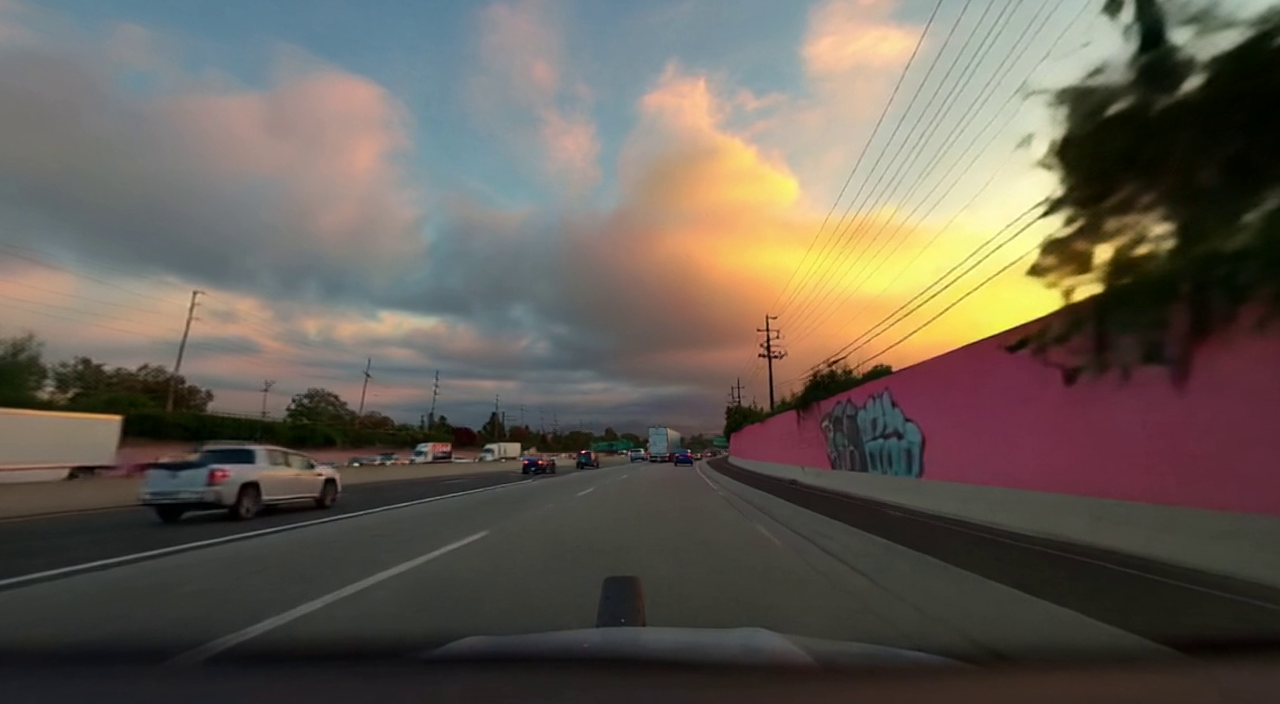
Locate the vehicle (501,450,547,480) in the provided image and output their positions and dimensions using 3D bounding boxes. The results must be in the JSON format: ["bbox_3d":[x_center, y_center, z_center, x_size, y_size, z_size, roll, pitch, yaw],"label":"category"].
[{"bbox_3d":[-6.143,5.987,33.659,1.708,1.489,2.840,-1,-9,4],"label":"vehicle"}]

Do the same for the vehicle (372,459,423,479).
[{"bbox_3d":[-17.834,8.614,46.502,1.944,1.385,3.712,-1,-9,6],"label":"vehicle"}]

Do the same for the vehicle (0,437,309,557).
[{"bbox_3d":[-7.538,2.232,10.336,1.966,1.565,3.766,-1,-9,3],"label":"vehicle"}]
